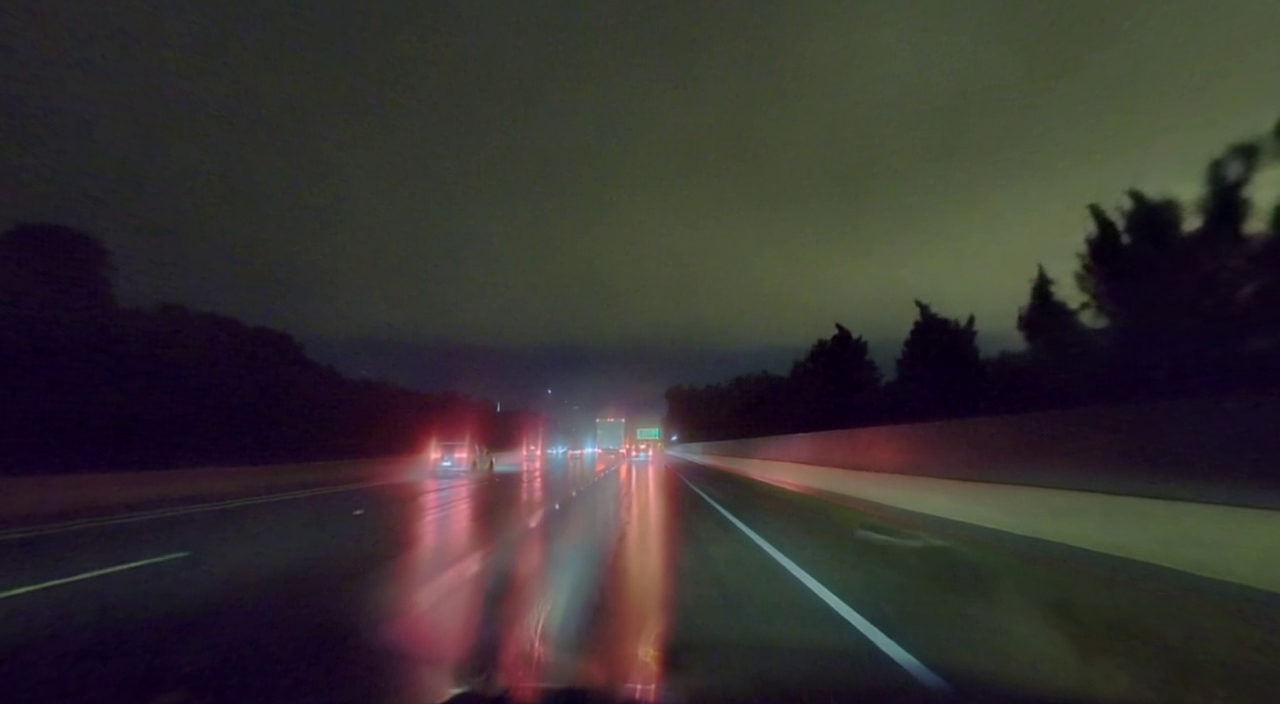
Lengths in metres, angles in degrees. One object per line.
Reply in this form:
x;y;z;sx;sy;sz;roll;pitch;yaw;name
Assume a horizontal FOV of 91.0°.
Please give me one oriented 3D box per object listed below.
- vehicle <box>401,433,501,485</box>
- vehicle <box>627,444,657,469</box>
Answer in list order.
-7.189;4.130;24.679;2.115;1.778;5.572;0;-8;1;vehicle
0.147;7.035;42.619;1.931;1.528;4.126;0;-8;1;vehicle
